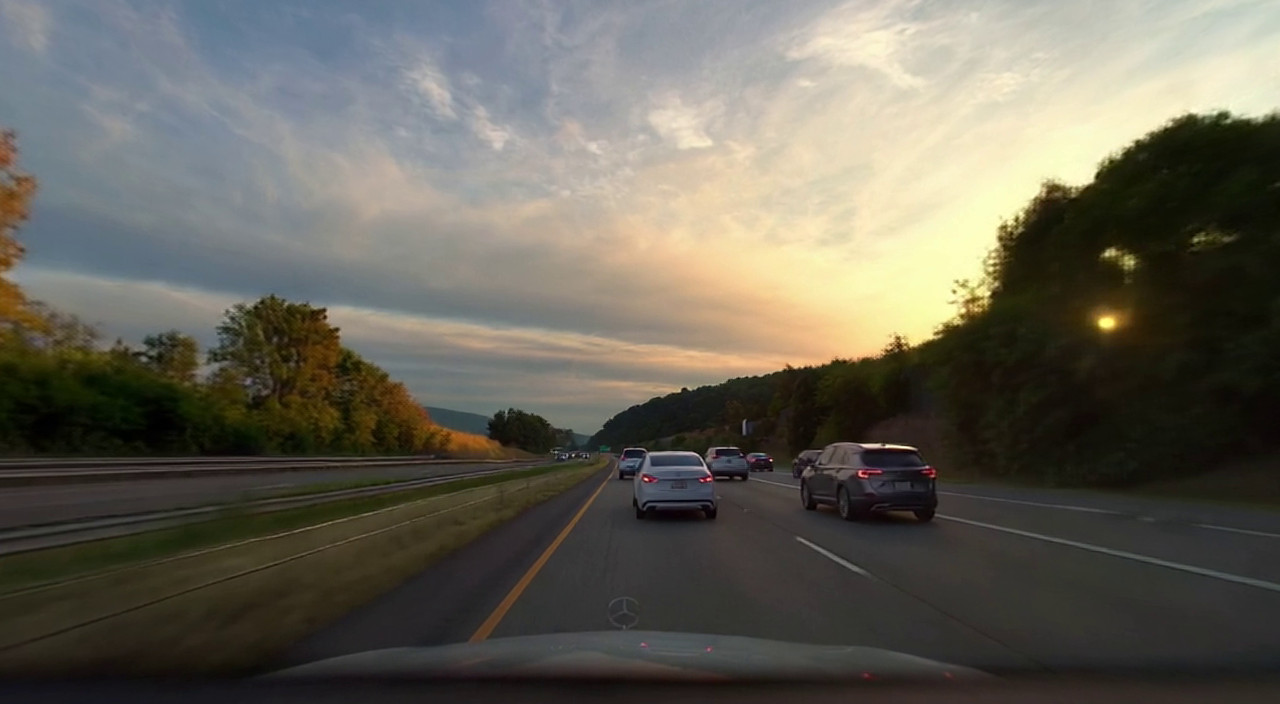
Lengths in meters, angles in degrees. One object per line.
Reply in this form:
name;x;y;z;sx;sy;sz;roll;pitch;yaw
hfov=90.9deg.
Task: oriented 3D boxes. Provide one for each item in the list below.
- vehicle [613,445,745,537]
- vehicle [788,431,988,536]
vehicle;0.589;2.494;11.870;2.094;1.426;3.725;0;-9;-1
vehicle;4.546;2.474;12.490;1.998;1.657;4.604;0;-9;-1
